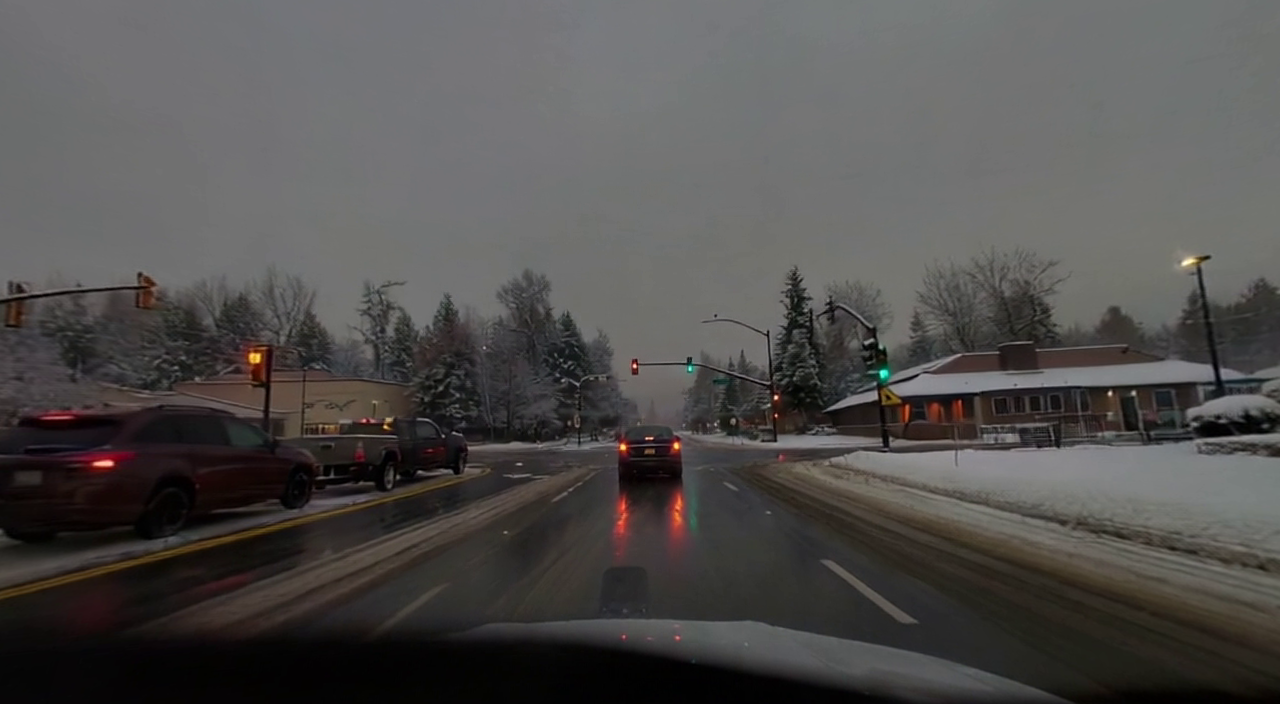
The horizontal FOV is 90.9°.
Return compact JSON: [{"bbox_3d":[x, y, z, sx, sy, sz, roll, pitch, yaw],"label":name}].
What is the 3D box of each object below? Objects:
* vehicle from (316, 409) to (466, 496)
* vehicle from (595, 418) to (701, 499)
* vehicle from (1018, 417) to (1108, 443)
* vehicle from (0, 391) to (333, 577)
[{"bbox_3d":[-6.624,2.759,17.608,2.316,2.014,5.215,0,-8,-3],"label":"vehicle"},{"bbox_3d":[0.221,2.495,15.049,2.197,1.682,3.642,0,-8,2],"label":"vehicle"},{"bbox_3d":[25.812,4.789,38.606,1.514,1.408,4.232,-1,-6,-28],"label":"vehicle"},{"bbox_3d":[-6.744,1.691,8.907,2.111,1.864,4.932,0,-8,3],"label":"vehicle"}]
